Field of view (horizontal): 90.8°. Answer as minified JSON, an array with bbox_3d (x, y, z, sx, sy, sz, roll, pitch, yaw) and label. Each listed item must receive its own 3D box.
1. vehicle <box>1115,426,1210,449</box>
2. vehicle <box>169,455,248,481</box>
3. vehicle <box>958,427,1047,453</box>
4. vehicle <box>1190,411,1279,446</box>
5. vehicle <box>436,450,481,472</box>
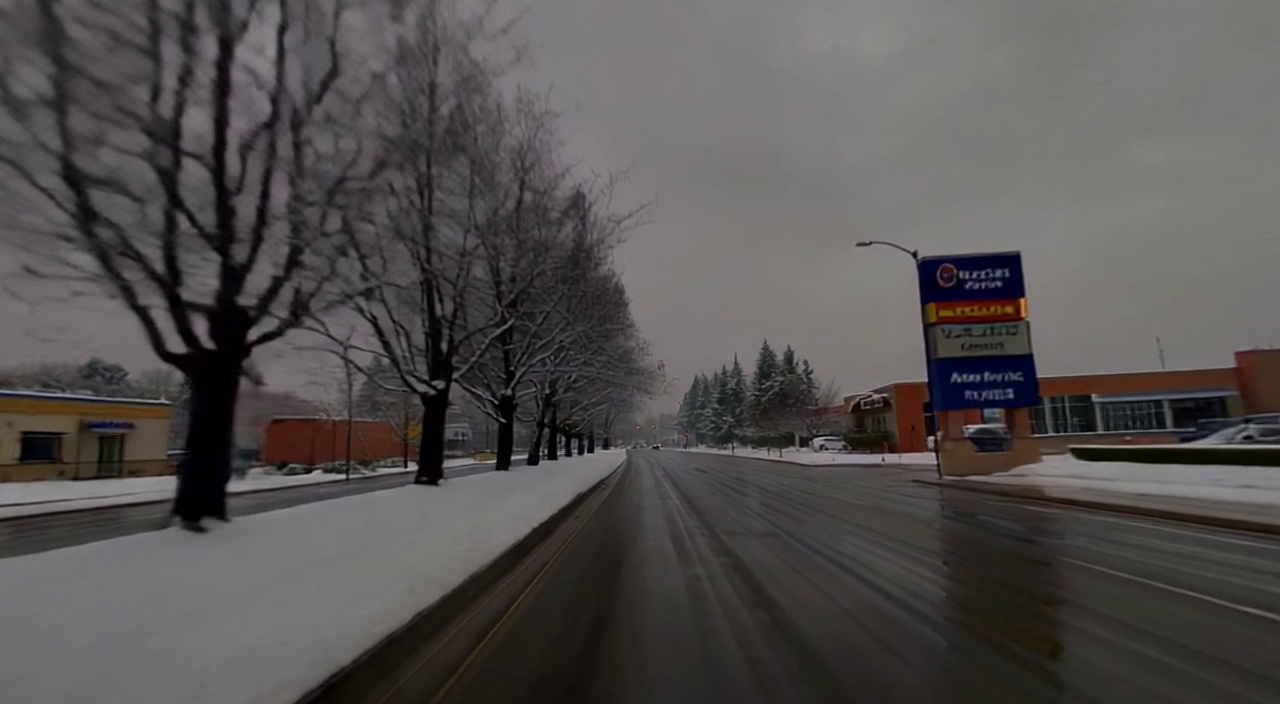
[{"bbox_3d":[34.902,5.759,42.269,4.571,1.486,1.881,0,-9,0],"label":"vehicle"},{"bbox_3d":[-26.130,7.015,38.236,4.316,1.464,1.771,-4,-10,23],"label":"vehicle"},{"bbox_3d":[22.069,5.394,38.611,4.171,1.492,1.999,0,-9,2],"label":"vehicle"},{"bbox_3d":[34.367,4.204,34.604,6.244,1.832,2.191,0,-9,0],"label":"vehicle"},{"bbox_3d":[-13.247,7.869,45.988,2.090,1.502,4.767,5,-10,-28],"label":"vehicle"}]
